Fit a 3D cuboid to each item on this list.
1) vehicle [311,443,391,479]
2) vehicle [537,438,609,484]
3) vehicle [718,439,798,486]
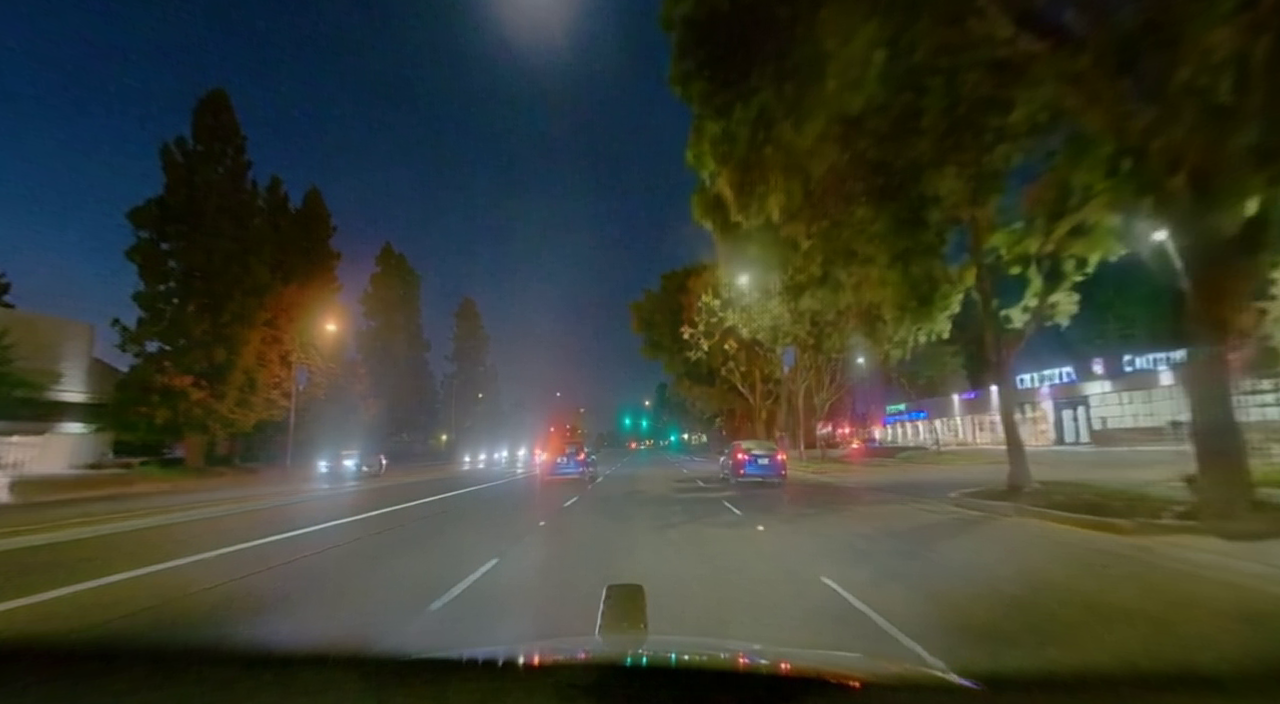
[{"bbox_3d":[-15.223,5.741,33.485,2.052,1.729,4.598,0,-8,0],"label":"vehicle"},{"bbox_3d":[-2.347,3.958,23.211,2.001,1.504,4.212,-1,-8,3],"label":"vehicle"},{"bbox_3d":[4.075,3.888,22.537,1.977,1.474,4.399,0,-8,-1],"label":"vehicle"}]
